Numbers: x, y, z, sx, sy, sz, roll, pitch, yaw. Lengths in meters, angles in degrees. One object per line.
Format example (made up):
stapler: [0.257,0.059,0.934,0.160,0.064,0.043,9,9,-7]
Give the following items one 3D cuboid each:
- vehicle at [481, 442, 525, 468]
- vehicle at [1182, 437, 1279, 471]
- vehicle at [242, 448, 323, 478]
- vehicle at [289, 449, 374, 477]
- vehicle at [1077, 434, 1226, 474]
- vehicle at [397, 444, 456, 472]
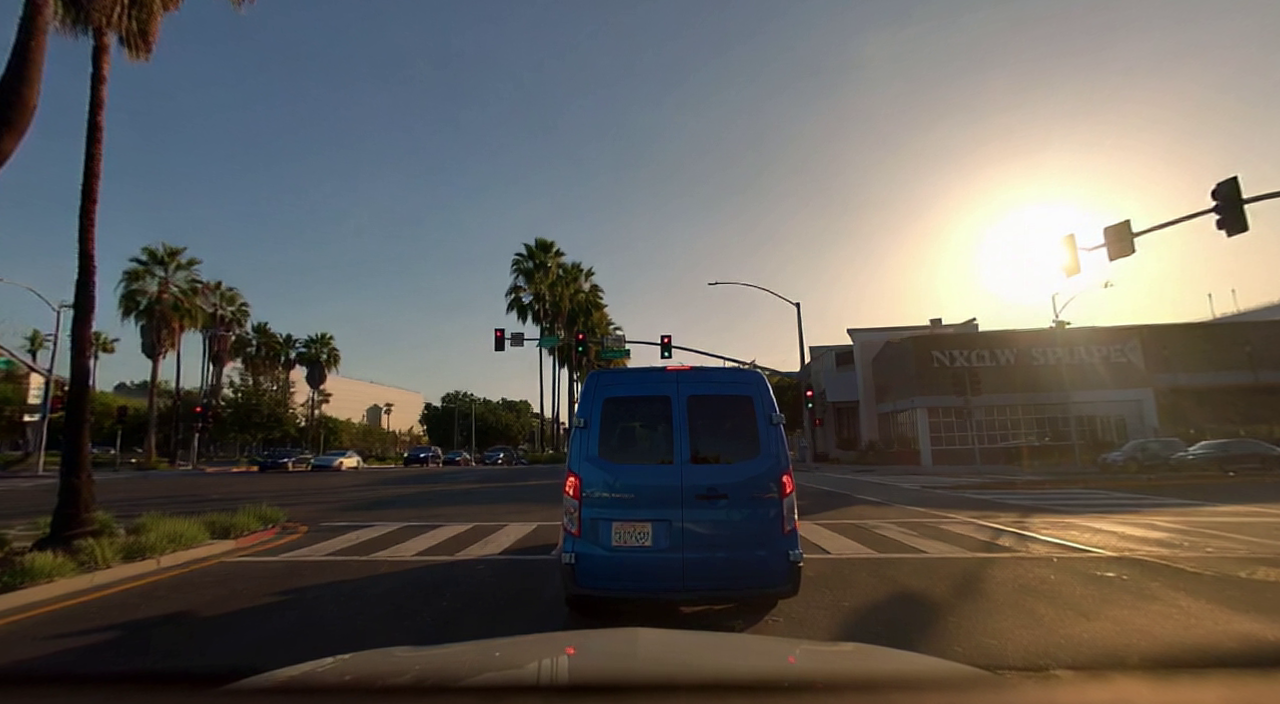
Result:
vehicle: [-9.688,7.312,45.016,2.074,1.681,4.417,0,-9,1]
vehicle: [27.407,4.599,28.488,4.625,1.451,1.801,1,-9,-9]
vehicle: [-21.096,6.541,37.577,2.107,1.642,4.561,0,-9,1]
vehicle: [-17.444,6.304,36.066,2.221,1.449,5.092,0,-9,1]
vehicle: [22.243,4.446,27.640,4.533,1.676,2.236,0,-9,-1]
vehicle: [-13.726,6.839,40.948,2.074,1.671,4.755,0,-9,1]
